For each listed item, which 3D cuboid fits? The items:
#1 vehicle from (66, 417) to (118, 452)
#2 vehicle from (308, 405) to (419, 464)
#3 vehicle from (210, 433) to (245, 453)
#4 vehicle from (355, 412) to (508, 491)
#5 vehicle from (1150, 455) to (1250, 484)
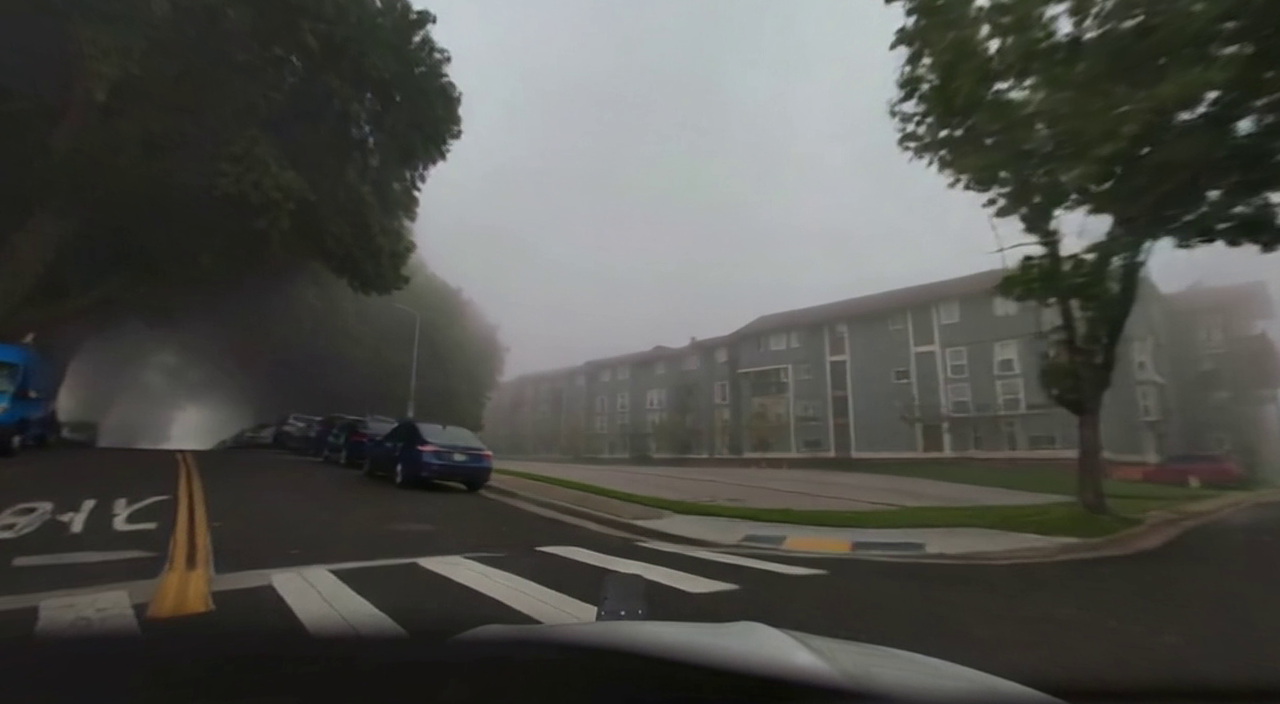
[{"bbox_3d":[-34.313,5.151,39.667,2.090,1.674,4.457,10,-7,-38],"label":"vehicle"},{"bbox_3d":[-8.109,2.432,18.317,1.776,1.478,4.393,7,-11,-38],"label":"vehicle"},{"bbox_3d":[-31.550,6.945,48.311,1.778,1.451,4.047,7,-11,-37],"label":"vehicle"},{"bbox_3d":[-4.717,2.170,13.883,1.827,1.436,4.322,7,-11,-36],"label":"vehicle"},{"bbox_3d":[33.741,7.051,38.151,1.702,1.580,4.115,7,-11,-37],"label":"vehicle"}]
